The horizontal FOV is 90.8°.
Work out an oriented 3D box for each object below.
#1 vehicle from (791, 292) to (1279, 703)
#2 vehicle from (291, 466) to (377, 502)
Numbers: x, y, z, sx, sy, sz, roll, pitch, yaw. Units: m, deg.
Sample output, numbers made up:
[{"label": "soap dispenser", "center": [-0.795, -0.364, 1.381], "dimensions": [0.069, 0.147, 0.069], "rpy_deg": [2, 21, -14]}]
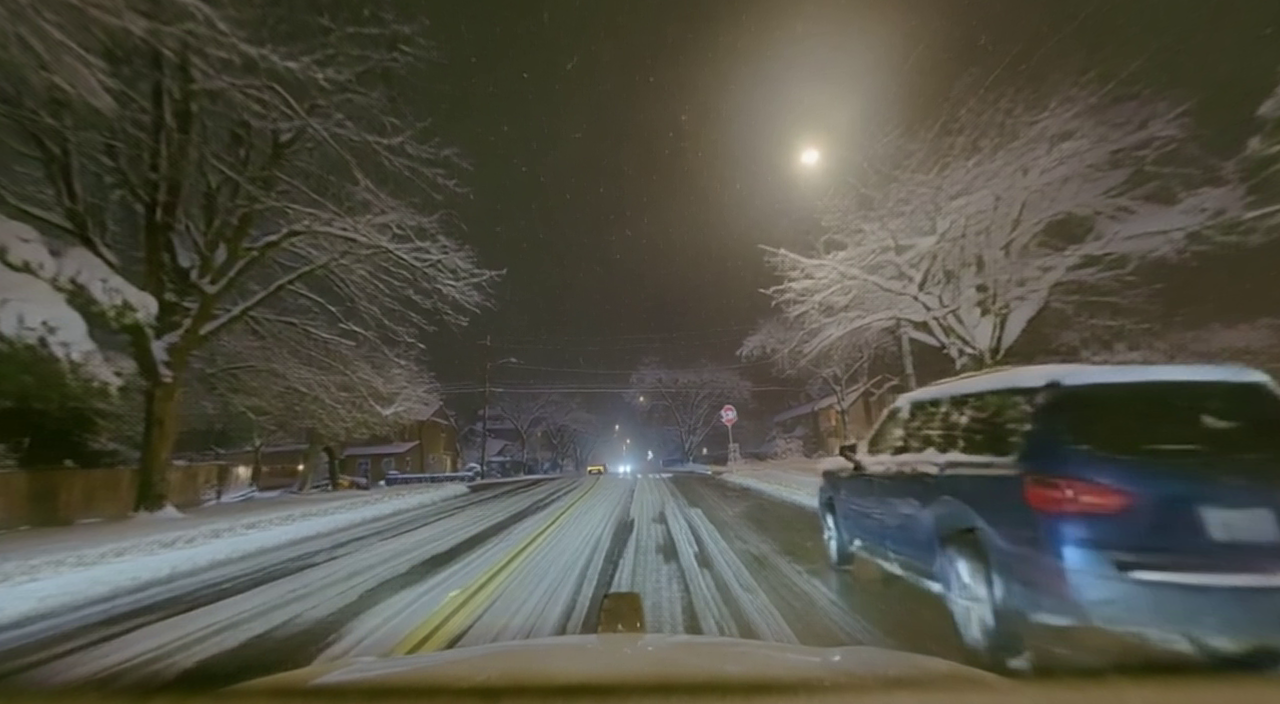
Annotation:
[{"label": "vehicle", "center": [2.693, 1.013, 4.539], "dimensions": [2.109, 1.875, 4.488], "rpy_deg": [-1, -8, 1]}, {"label": "vehicle", "center": [-18.527, 7.979, 38.242], "dimensions": [4.274, 1.626, 2.093], "rpy_deg": [-7, -9, 10]}]
